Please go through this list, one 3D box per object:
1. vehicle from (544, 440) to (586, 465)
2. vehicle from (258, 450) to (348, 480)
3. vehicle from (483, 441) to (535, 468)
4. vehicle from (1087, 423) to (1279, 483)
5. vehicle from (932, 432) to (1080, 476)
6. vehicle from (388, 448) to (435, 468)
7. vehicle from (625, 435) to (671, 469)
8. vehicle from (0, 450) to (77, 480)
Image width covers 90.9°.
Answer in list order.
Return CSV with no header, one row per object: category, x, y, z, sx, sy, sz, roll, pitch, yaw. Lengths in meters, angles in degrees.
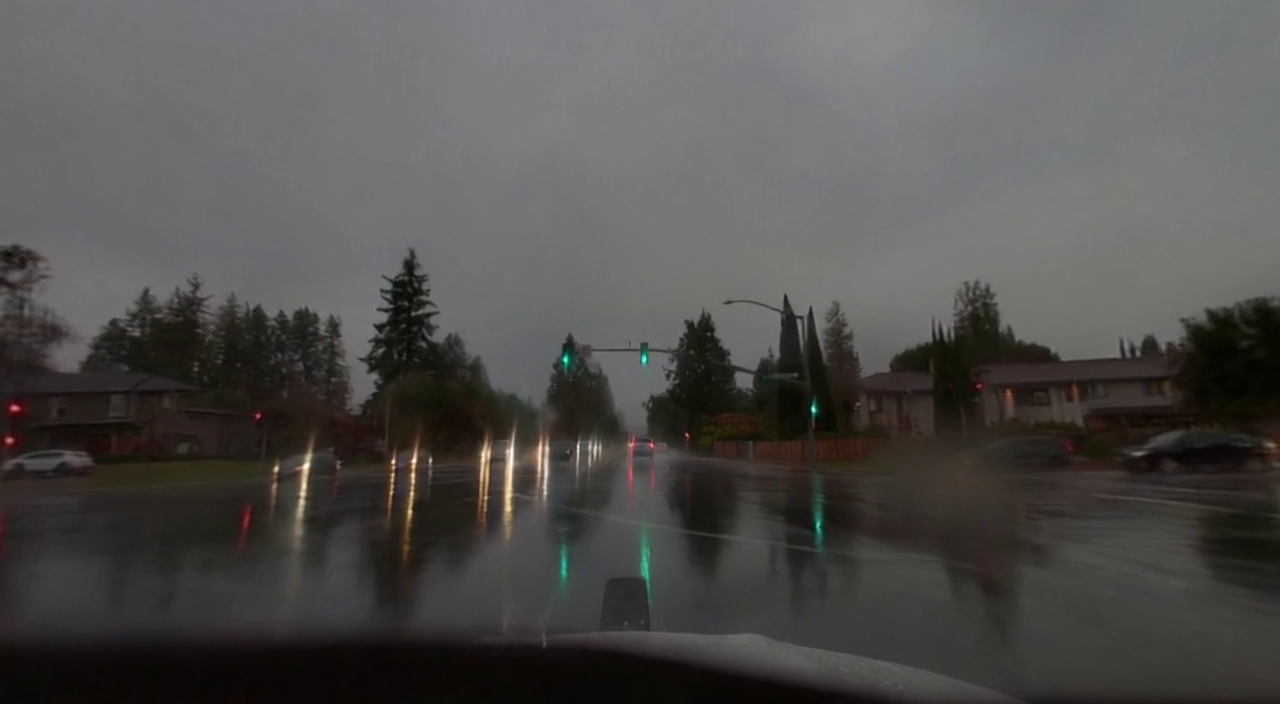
vehicle,-4.705,6.384,40.195,1.994,1.494,4.599,0,-8,1
vehicle,-19.562,6.536,36.860,2.164,1.556,4.678,-1,-8,9
vehicle,-7.770,6.105,37.737,2.154,1.499,4.461,0,-8,0
vehicle,16.588,2.992,18.719,4.869,1.648,2.250,0,-8,1
vehicle,15.206,4.255,26.430,4.732,1.713,2.257,-1,-8,3
vehicle,-18.021,8.401,49.971,1.915,1.477,4.411,0,-8,3
vehicle,0.421,5.578,35.355,2.437,1.737,4.420,0,-8,0
vehicle,-38.522,7.089,39.755,1.872,1.695,4.560,1,-8,-2
